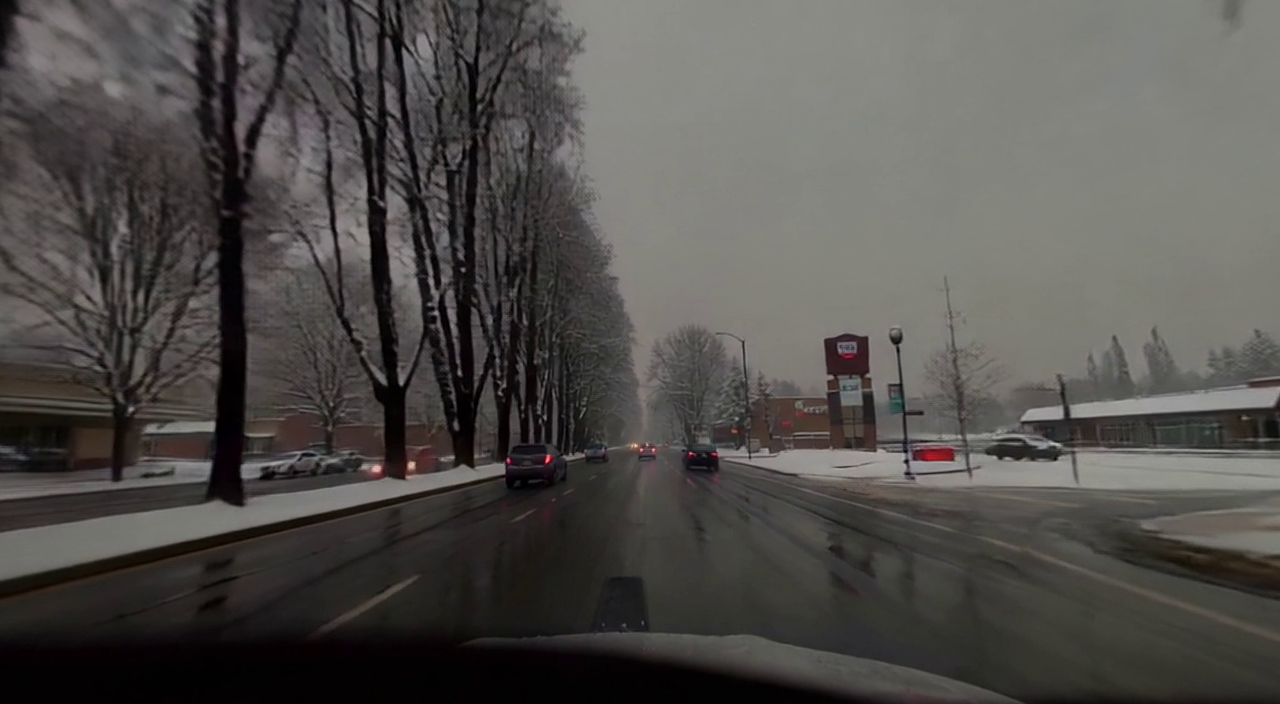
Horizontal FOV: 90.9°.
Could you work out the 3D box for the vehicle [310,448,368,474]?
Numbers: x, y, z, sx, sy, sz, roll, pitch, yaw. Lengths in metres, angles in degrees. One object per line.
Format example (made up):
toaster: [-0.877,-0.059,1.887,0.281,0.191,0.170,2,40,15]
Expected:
vehicle: [-22.440,8.108,47.242,1.958,1.780,4.479,0,-8,2]

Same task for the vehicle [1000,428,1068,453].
vehicle: [26.386,5.940,42.356,1.677,1.591,4.298,-1,-8,-1]

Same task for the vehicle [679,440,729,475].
vehicle: [3.003,5.064,30.491,1.922,1.579,3.642,0,-8,-2]

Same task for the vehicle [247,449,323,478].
vehicle: [-22.696,7.114,40.557,2.040,1.757,4.730,0,-8,1]

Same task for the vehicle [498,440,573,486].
vehicle: [-3.680,3.991,23.039,1.908,1.481,4.536,0,-8,1]
